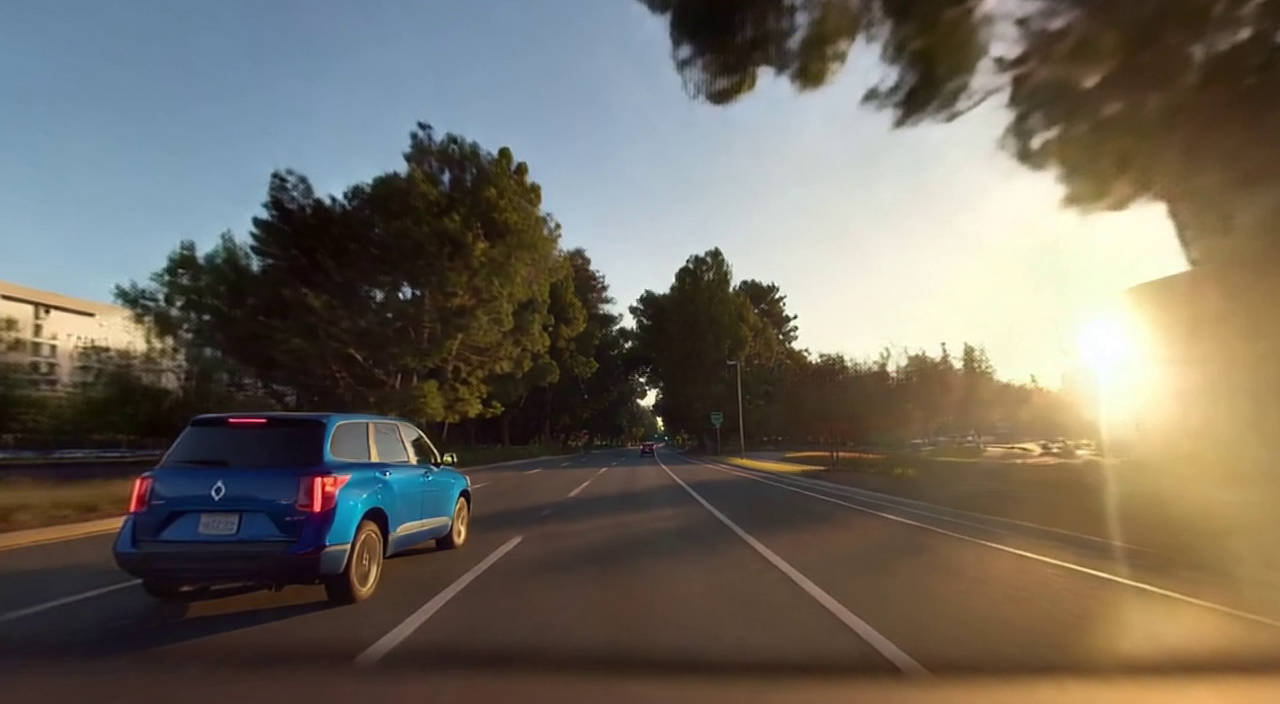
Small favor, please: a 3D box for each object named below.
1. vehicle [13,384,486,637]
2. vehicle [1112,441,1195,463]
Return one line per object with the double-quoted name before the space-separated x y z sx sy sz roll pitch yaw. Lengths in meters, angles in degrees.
"vehicle" -3.216 1.417 6.605 2.033 1.713 4.503 0 -9 0
"vehicle" 37.471 7.308 45.993 4.447 1.464 1.793 1 -9 0
